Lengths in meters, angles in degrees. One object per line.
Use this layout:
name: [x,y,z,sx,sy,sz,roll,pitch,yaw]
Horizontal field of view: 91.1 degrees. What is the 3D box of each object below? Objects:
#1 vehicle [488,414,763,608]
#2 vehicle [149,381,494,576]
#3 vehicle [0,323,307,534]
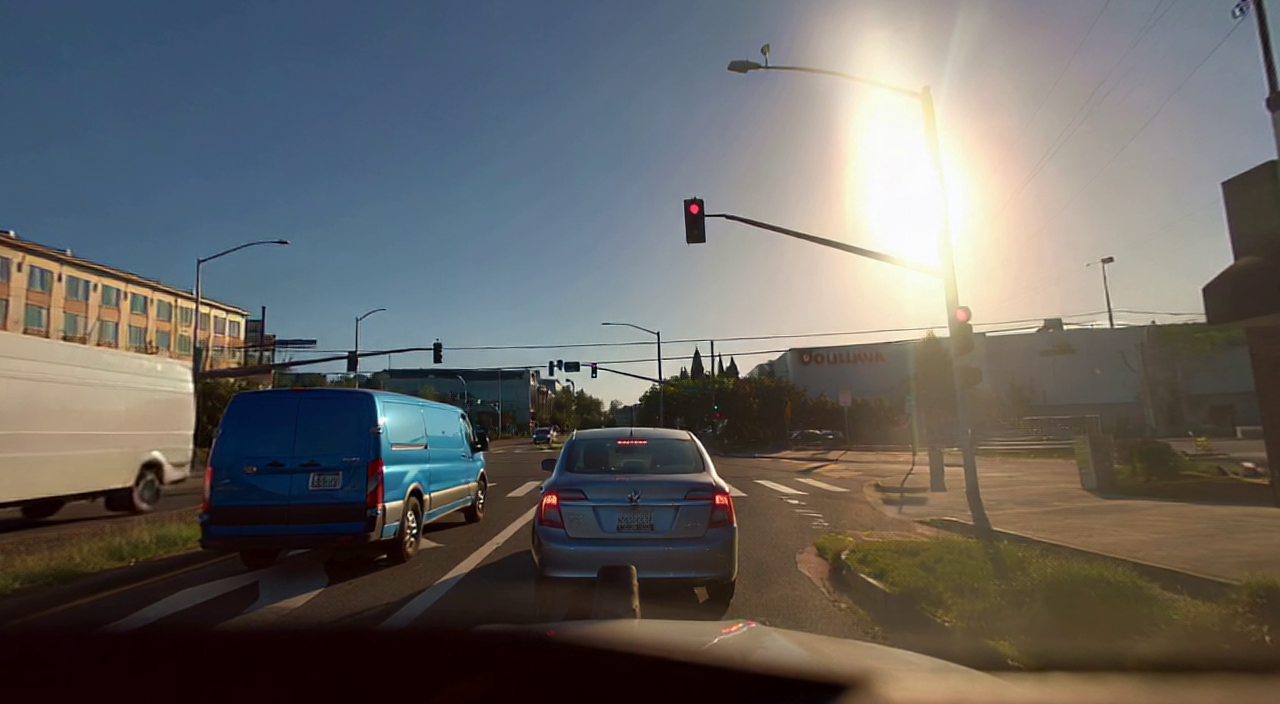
vehicle: [-0.116,1.467,6.776,2.064,1.452,3.942,0,-8,0]
vehicle: [-3.585,1.523,8.517,2.076,1.820,5.100,0,-8,-1]
vehicle: [-10.756,1.406,11.398,2.973,3.009,12.605,-1,-7,-2]
